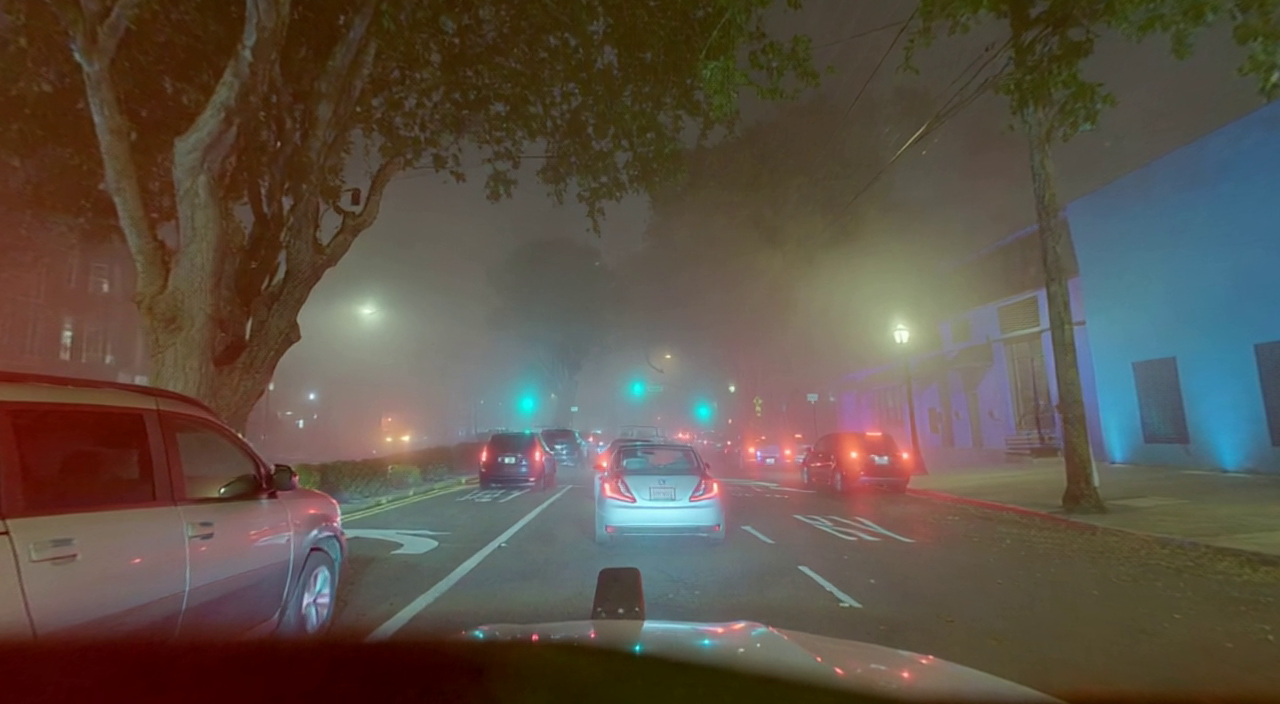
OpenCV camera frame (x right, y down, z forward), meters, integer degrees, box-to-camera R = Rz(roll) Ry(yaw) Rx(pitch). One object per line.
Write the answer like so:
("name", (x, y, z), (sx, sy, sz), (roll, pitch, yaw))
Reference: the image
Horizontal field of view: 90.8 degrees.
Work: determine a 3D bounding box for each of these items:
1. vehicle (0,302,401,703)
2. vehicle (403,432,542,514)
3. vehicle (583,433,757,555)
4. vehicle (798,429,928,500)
("vehicle", (-3.266, 0.928, 3.391), (2.152, 1.802, 4.628), (0, -9, 0))
("vehicle", (-3.512, 2.623, 14.245), (1.901, 1.522, 4.556), (0, -9, 0))
("vehicle", (0.272, 1.995, 9.576), (2.095, 1.438, 3.843), (0, -8, -3))
("vehicle", (6.340, 3.256, 18.673), (2.025, 1.808, 4.579), (0, -9, -2))
